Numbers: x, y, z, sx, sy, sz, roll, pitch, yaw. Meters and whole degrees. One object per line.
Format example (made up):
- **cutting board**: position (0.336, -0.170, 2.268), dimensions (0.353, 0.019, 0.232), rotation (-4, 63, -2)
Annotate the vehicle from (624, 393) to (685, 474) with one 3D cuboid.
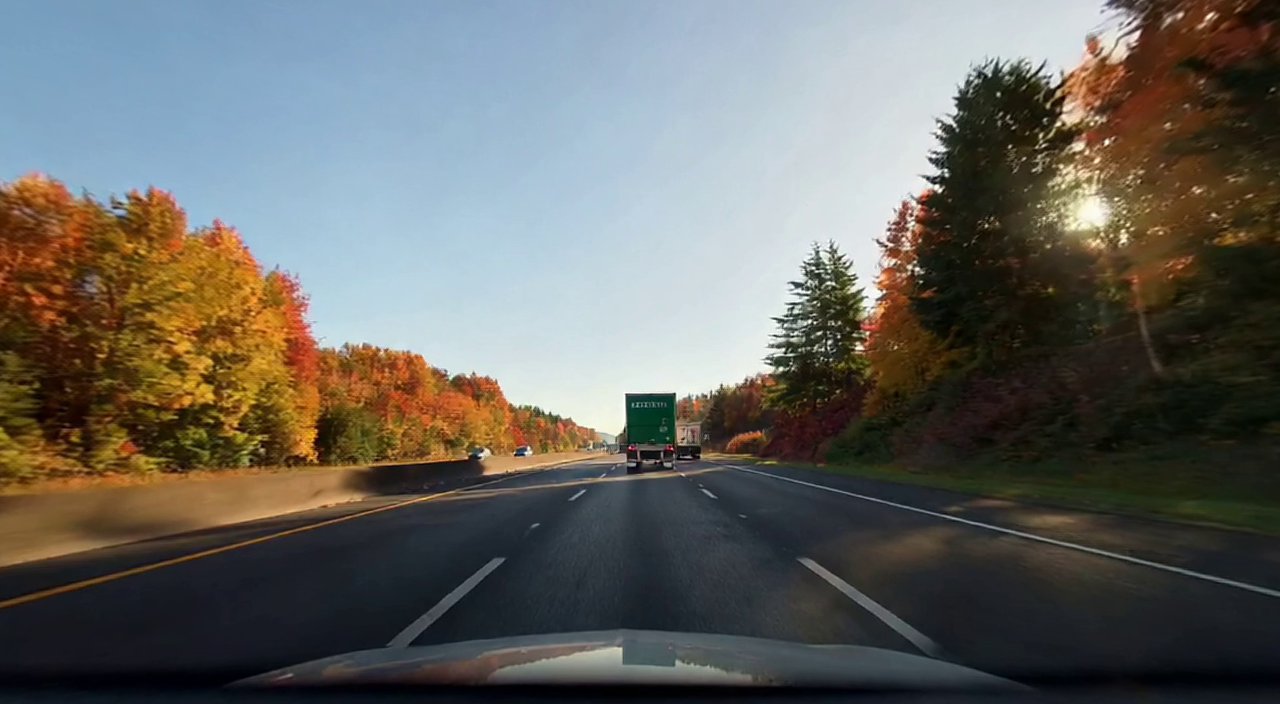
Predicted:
- **vehicle**: position (0.638, 4.915, 37.149), dimensions (3.057, 4.073, 10.792), rotation (0, -9, -1)
